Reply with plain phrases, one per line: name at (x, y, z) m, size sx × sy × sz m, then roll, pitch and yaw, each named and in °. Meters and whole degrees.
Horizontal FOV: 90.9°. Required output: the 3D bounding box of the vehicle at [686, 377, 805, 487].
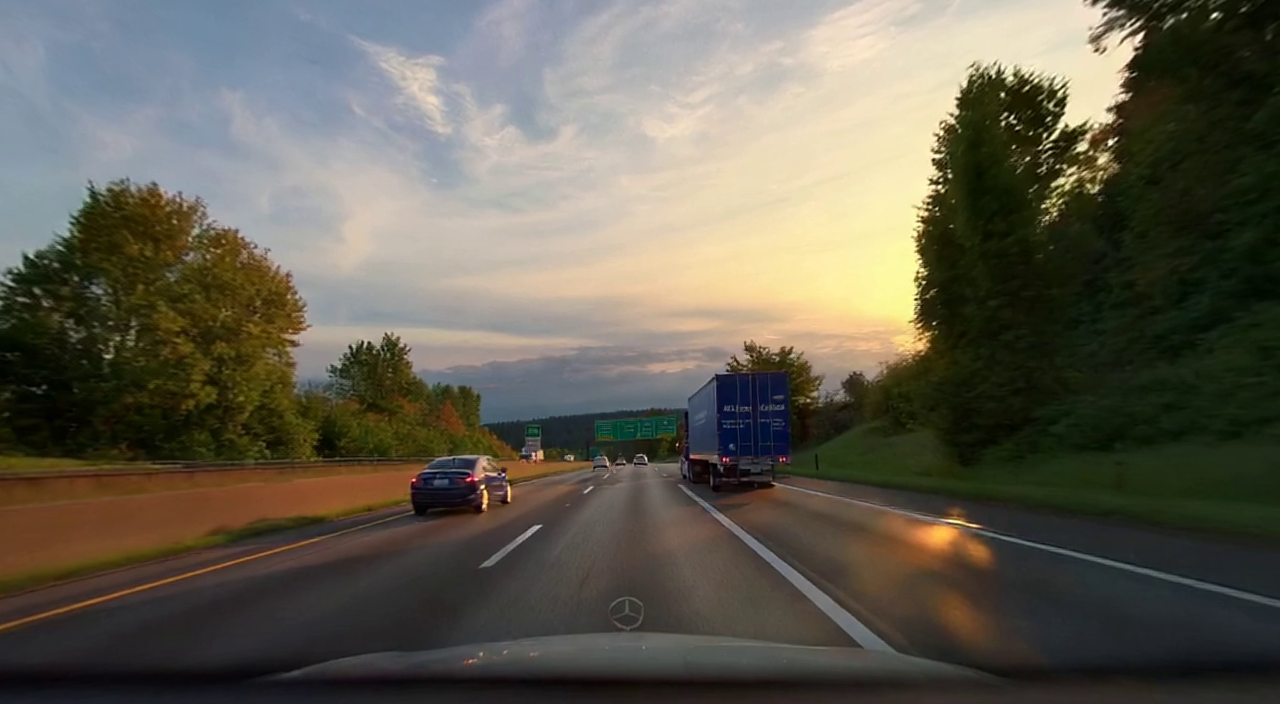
vehicle at (4.357, 3.991, 30.043) m, size 3.025 × 4.005 × 14.010 m, roll 0°, pitch -9°, yaw -1°

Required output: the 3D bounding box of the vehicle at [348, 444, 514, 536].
vehicle at (-3.917, 2.640, 12.634) m, size 1.918 × 1.510 × 4.006 m, roll 0°, pitch -9°, yaw 1°
